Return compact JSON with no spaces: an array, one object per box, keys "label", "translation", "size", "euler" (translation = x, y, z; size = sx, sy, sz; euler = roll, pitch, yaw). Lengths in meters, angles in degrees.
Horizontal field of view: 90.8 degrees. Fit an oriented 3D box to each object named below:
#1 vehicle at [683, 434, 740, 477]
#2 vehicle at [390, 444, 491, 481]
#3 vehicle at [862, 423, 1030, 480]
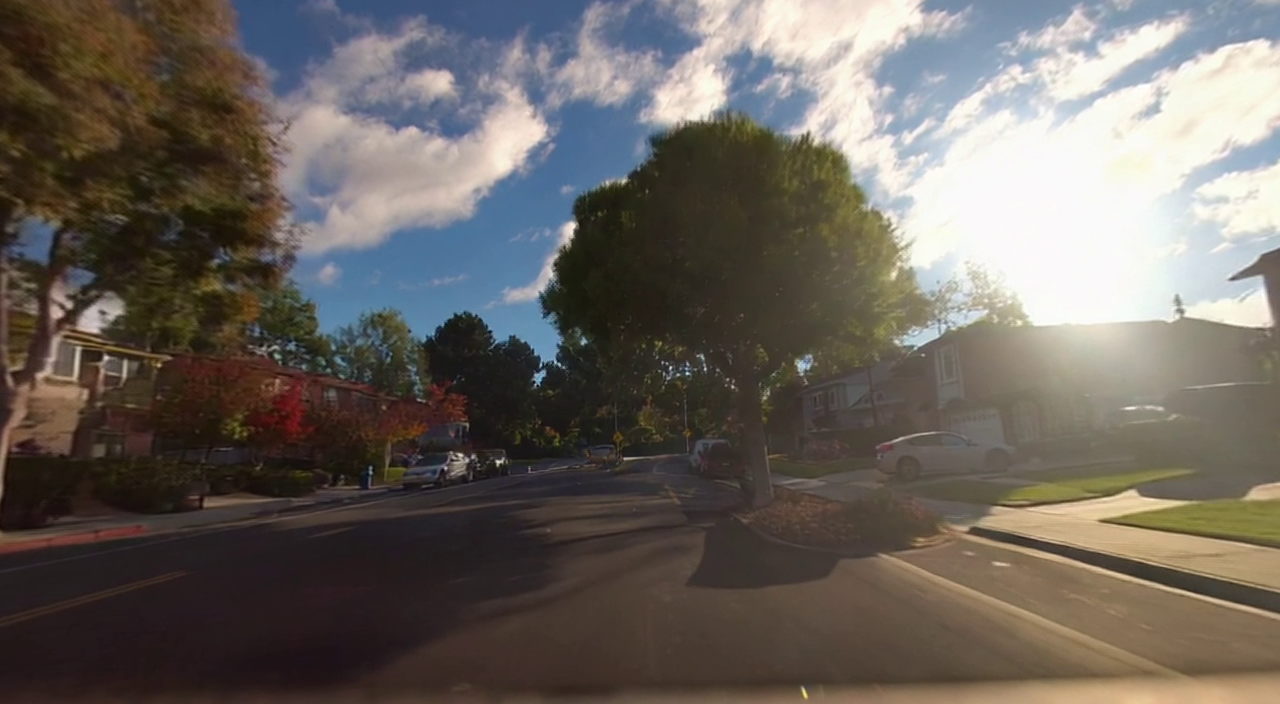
[{"label":"vehicle","translation":[3.380,5.006,30.773],"size":[2.051,1.925,4.625],"euler":[0,-8,-3]},{"label":"vehicle","translation":[-10.347,5.733,33.005],"size":[4.620,1.695,2.004],"euler":[5,-11,-40]},{"label":"vehicle","translation":[10.461,3.450,21.922],"size":[4.733,1.843,2.005],"euler":[0,-8,1]}]
